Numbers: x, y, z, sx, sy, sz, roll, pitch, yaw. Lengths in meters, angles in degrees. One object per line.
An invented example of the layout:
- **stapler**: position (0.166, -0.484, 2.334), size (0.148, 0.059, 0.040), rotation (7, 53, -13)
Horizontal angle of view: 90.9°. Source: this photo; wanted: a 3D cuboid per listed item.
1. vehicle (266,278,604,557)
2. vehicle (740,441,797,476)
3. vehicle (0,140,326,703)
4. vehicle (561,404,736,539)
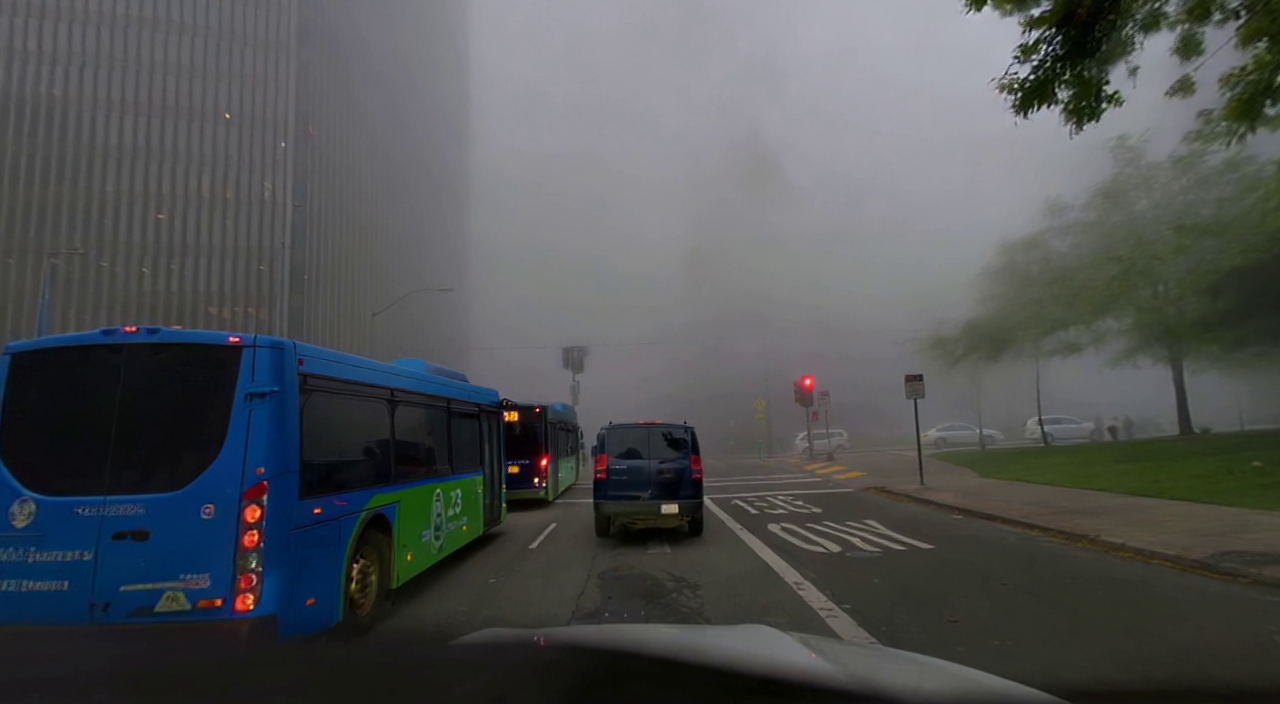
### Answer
- **vehicle**: position (-2.882, 1.786, 14.585), size (3.042, 3.445, 13.615), rotation (0, -9, 1)
- **vehicle**: position (6.133, 5.108, 30.480), size (1.919, 1.529, 4.059), rotation (0, -9, 0)
- **vehicle**: position (-2.752, 0.330, 0.219), size (2.329, 2.089, 5.659), rotation (0, -9, 0)
- **vehicle**: position (0.134, 2.038, 11.240), size (2.500, 1.912, 4.270), rotation (0, -9, 1)
